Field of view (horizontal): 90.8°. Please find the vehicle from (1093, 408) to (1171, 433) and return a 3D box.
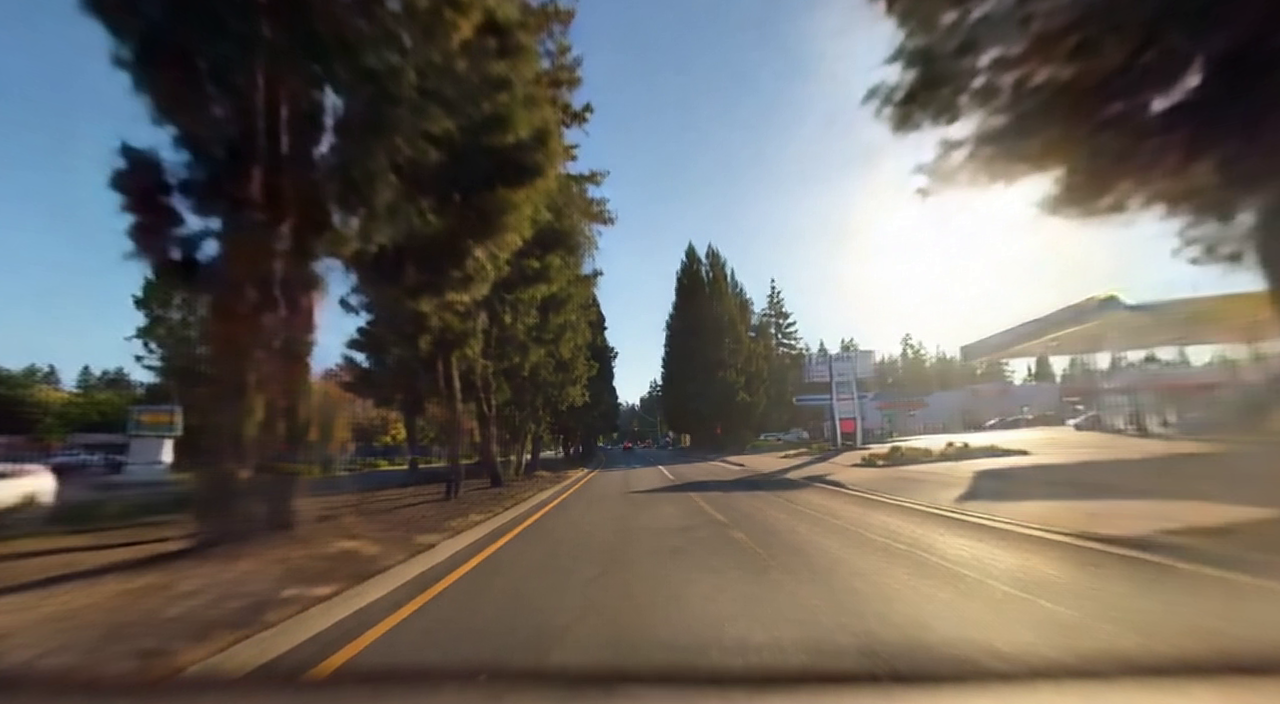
[{"bbox_3d":[36.396,5.124,46.900,1.841,1.471,4.498,-3,-9,-5],"label":"vehicle"}]
